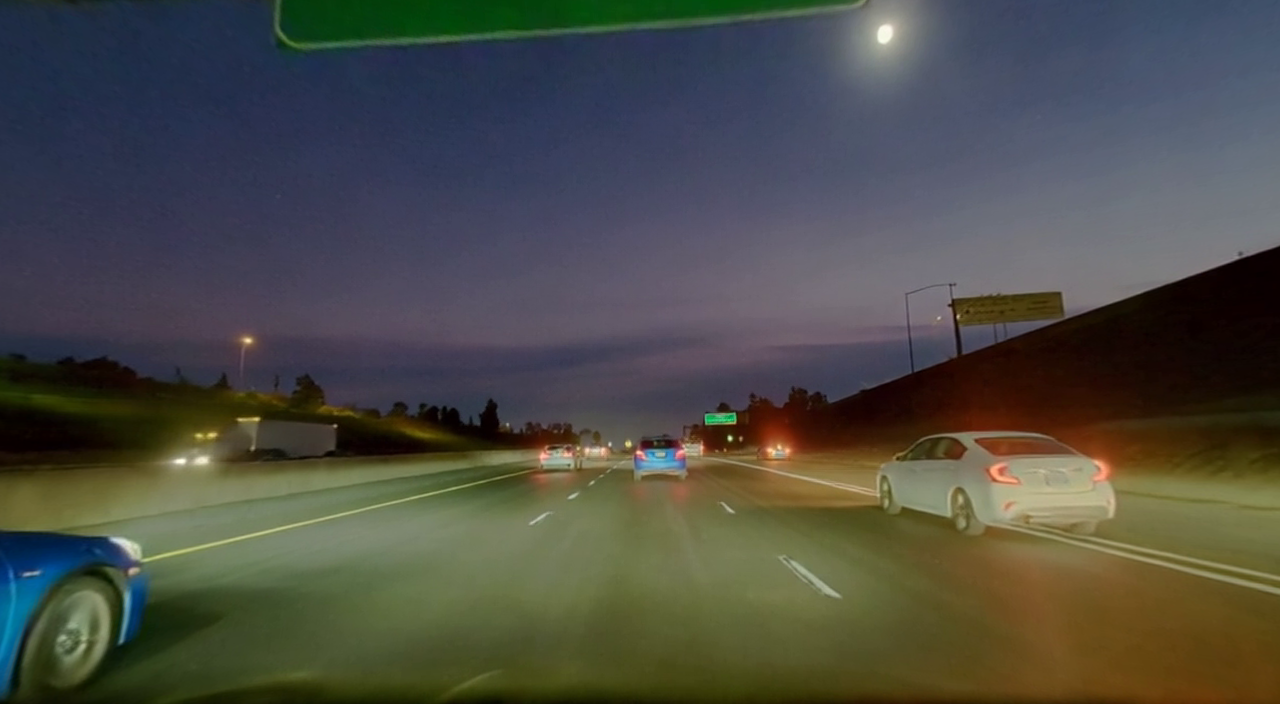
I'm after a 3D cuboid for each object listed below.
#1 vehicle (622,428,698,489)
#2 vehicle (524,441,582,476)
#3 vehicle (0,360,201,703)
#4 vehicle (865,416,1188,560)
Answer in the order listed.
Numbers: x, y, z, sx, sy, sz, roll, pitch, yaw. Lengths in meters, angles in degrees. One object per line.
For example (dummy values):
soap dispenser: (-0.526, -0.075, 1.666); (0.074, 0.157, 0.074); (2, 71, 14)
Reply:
vehicle: (0.549, 3.423, 20.539); (2.202, 1.748, 4.158); (0, -8, -1)
vehicle: (-3.926, 4.881, 29.156); (2.031, 1.491, 4.145); (0, -8, 1)
vehicle: (-3.940, 0.706, 1.777); (2.160, 1.639, 4.431); (0, -9, 0)
vehicle: (5.299, 1.910, 9.571); (2.055, 1.656, 4.370); (0, -8, -1)
